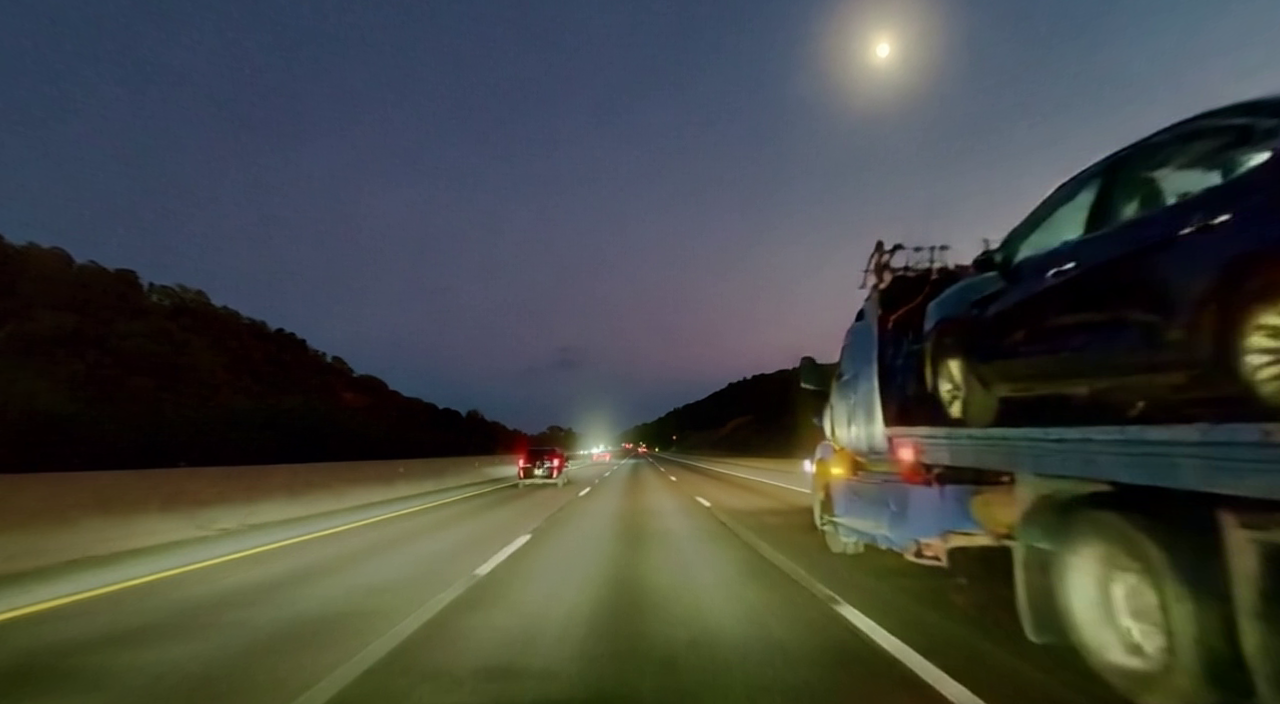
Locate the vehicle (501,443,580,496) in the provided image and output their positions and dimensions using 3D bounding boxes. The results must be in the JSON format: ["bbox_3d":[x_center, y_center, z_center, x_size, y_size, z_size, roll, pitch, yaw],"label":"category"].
[{"bbox_3d":[-3.153,3.821,20.909,1.944,1.548,4.051,0,-9,0],"label":"vehicle"}]

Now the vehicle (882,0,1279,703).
[{"bbox_3d":[3.986,-0.134,3.299,3.016,3.891,5.767,0,-9,0],"label":"vehicle"}]
